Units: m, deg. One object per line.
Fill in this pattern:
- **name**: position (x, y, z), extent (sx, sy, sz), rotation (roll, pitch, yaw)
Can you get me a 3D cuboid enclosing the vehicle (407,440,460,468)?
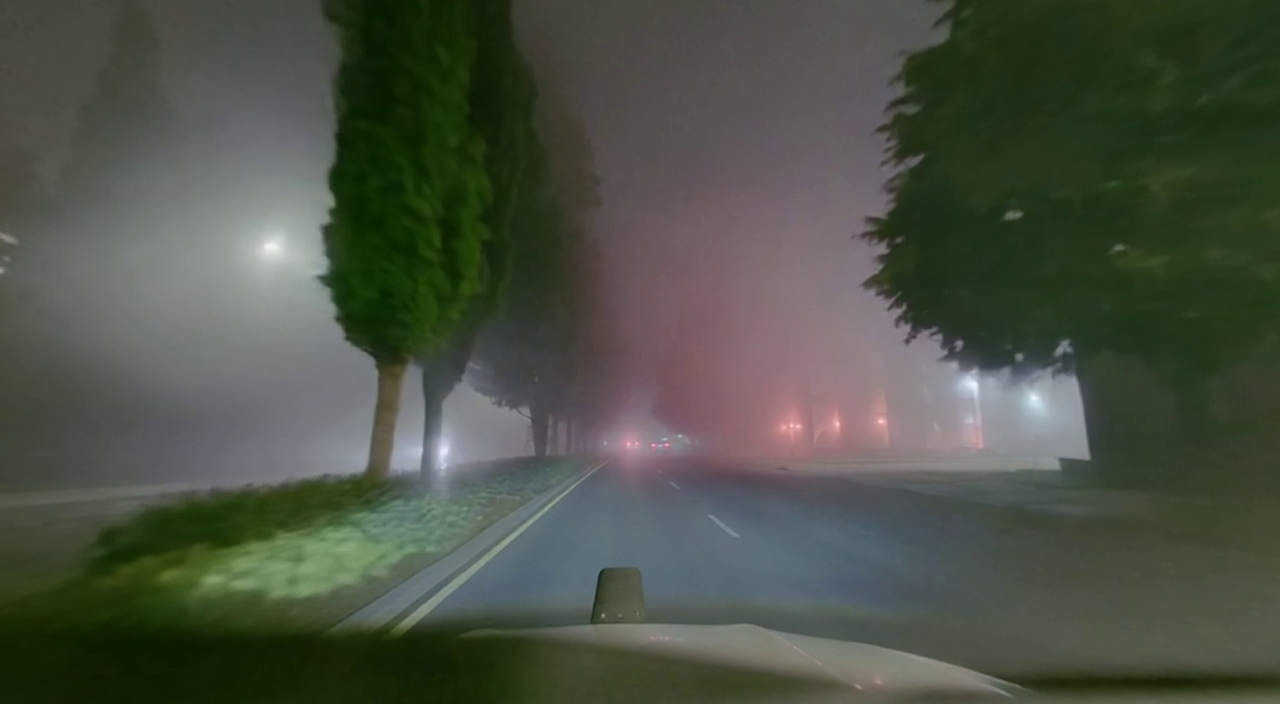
- **vehicle**: position (-15.507, 7.694, 47.772), extent (2.141, 1.942, 5.474), rotation (0, -8, 0)
